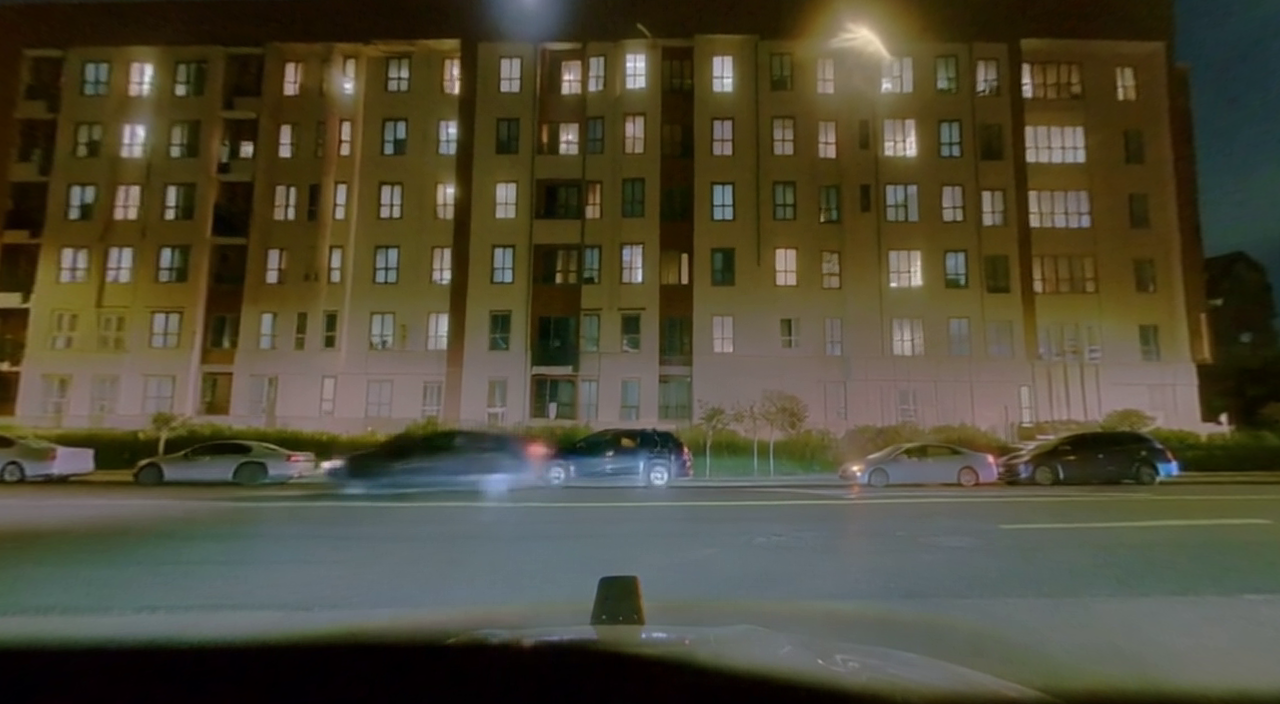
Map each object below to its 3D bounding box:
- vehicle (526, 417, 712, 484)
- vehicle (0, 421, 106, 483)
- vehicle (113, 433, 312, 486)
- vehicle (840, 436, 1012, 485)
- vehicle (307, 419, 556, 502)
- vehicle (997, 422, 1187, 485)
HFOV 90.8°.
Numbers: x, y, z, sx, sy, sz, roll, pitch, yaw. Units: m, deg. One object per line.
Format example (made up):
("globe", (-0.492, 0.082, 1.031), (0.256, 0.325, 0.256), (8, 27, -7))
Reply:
("vehicle", (-0.680, 2.977, 19.035), (5.299, 1.860, 2.098), (1, -10, -7))
("vehicle", (-18.236, 2.812, 17.786), (4.426, 1.641, 1.889), (1, -9, -7))
("vehicle", (-12.179, 3.077, 18.258), (4.336, 1.438, 1.776), (1, -8, -5))
("vehicle", (8.712, 3.297, 19.460), (4.521, 1.411, 1.726), (1, -7, -5))
("vehicle", (-4.010, 2.173, 12.848), (4.396, 1.501, 1.955), (0, -9, -4))
("vehicle", (14.239, 3.188, 20.093), (4.544, 1.780, 1.966), (0, -7, -3))
